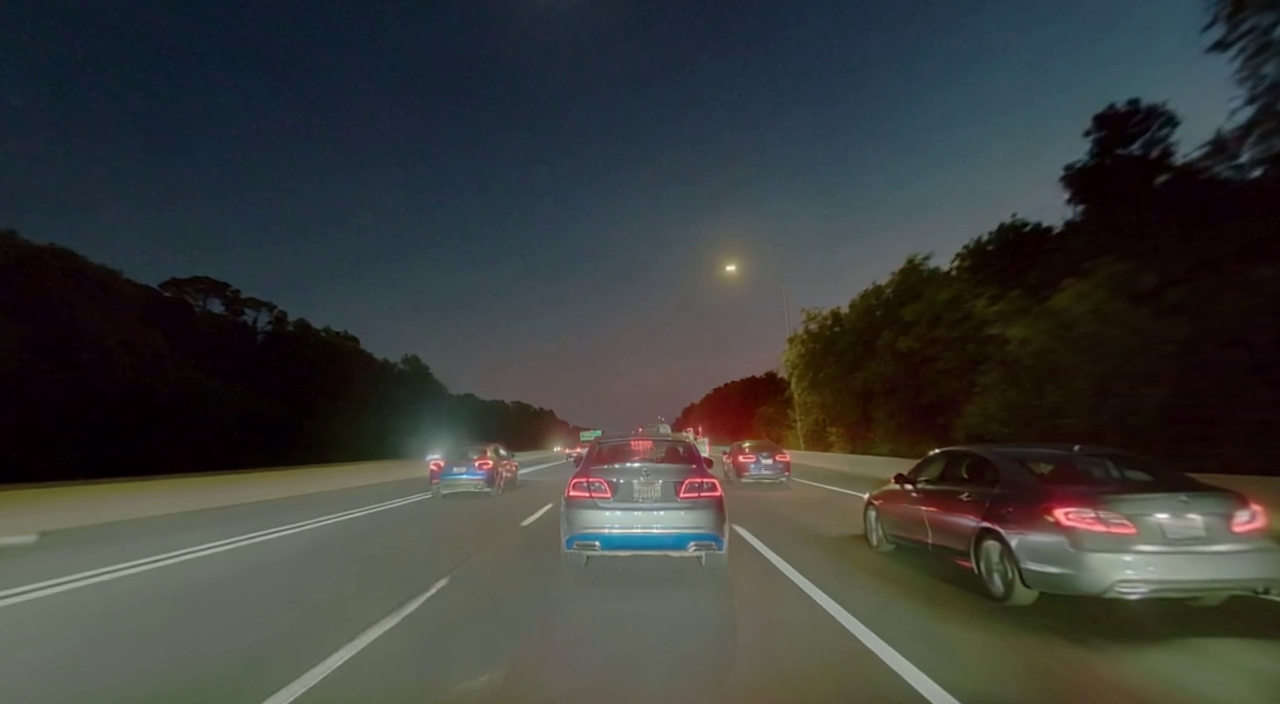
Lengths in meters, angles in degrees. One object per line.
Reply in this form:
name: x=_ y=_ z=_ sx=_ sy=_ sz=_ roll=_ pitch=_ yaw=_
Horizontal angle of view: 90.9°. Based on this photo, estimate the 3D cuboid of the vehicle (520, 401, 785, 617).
vehicle: x=0.053 y=1.537 z=6.977 sx=2.093 sy=1.695 sz=3.782 roll=0 pitch=-9 yaw=-2

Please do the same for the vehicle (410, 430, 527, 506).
vehicle: x=-4.250 y=2.938 z=16.266 sx=1.890 sy=1.708 sz=3.844 roll=0 pitch=-9 yaw=0

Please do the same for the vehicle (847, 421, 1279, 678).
vehicle: x=3.701 y=1.473 z=5.897 sx=1.953 sy=1.434 sz=4.511 roll=0 pitch=-9 yaw=-1
